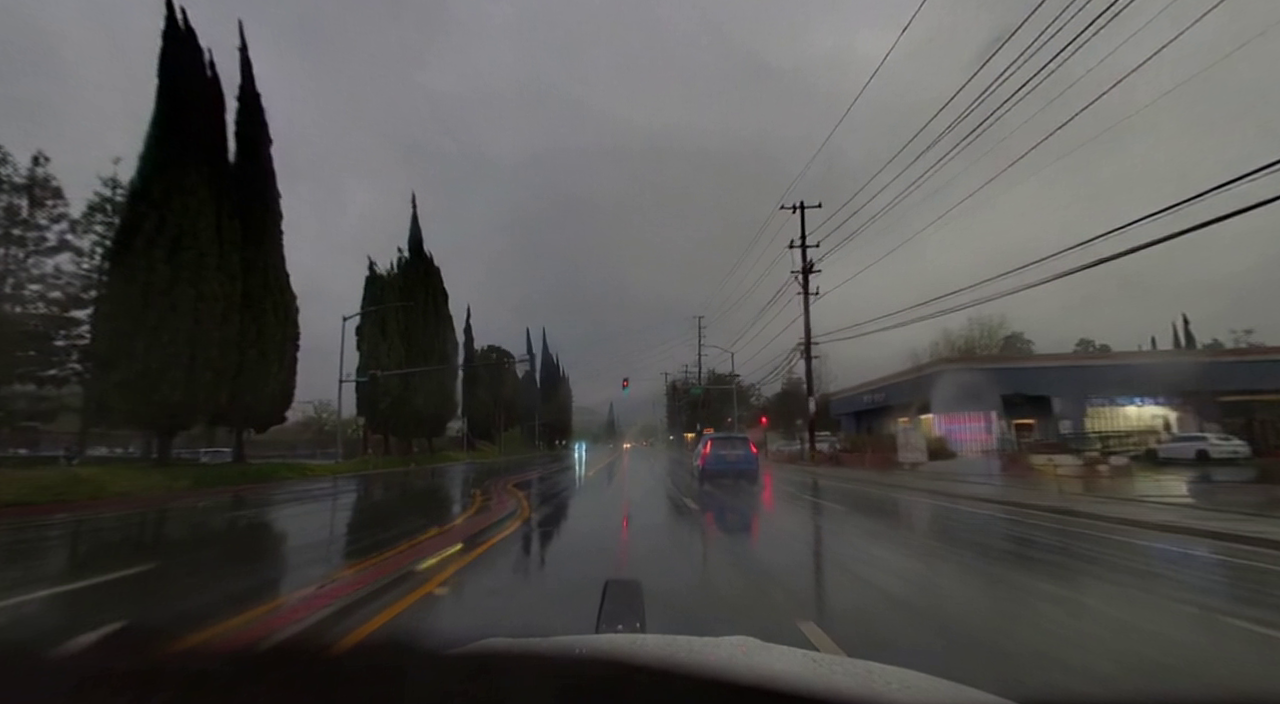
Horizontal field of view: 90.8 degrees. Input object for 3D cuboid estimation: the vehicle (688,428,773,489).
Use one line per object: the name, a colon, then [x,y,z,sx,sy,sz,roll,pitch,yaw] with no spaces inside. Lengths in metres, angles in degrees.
vehicle: [2.876,3.534,21.228,2.060,1.820,4.713,0,-9,-2]
